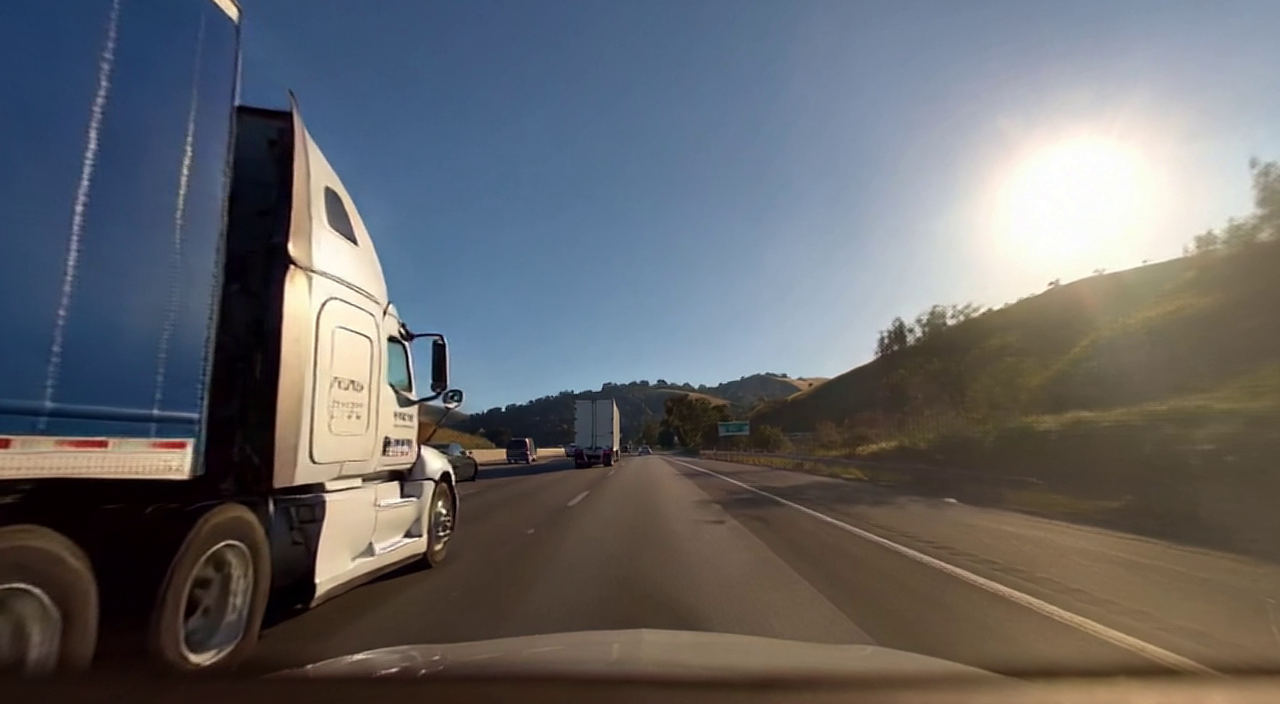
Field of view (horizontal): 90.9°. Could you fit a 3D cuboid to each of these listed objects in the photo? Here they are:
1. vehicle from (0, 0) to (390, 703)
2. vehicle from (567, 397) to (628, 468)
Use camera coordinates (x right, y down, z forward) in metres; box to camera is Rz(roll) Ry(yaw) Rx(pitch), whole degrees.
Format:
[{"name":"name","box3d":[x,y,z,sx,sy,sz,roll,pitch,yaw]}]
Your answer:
[{"name":"vehicle","box3d":[-3.289,-0.305,0.567,2.958,4.002,7.575,0,-8,0]},{"name":"vehicle","box3d":[-2.787,6.118,47.168,3.202,4.352,16.251,-1,-8,1]}]
